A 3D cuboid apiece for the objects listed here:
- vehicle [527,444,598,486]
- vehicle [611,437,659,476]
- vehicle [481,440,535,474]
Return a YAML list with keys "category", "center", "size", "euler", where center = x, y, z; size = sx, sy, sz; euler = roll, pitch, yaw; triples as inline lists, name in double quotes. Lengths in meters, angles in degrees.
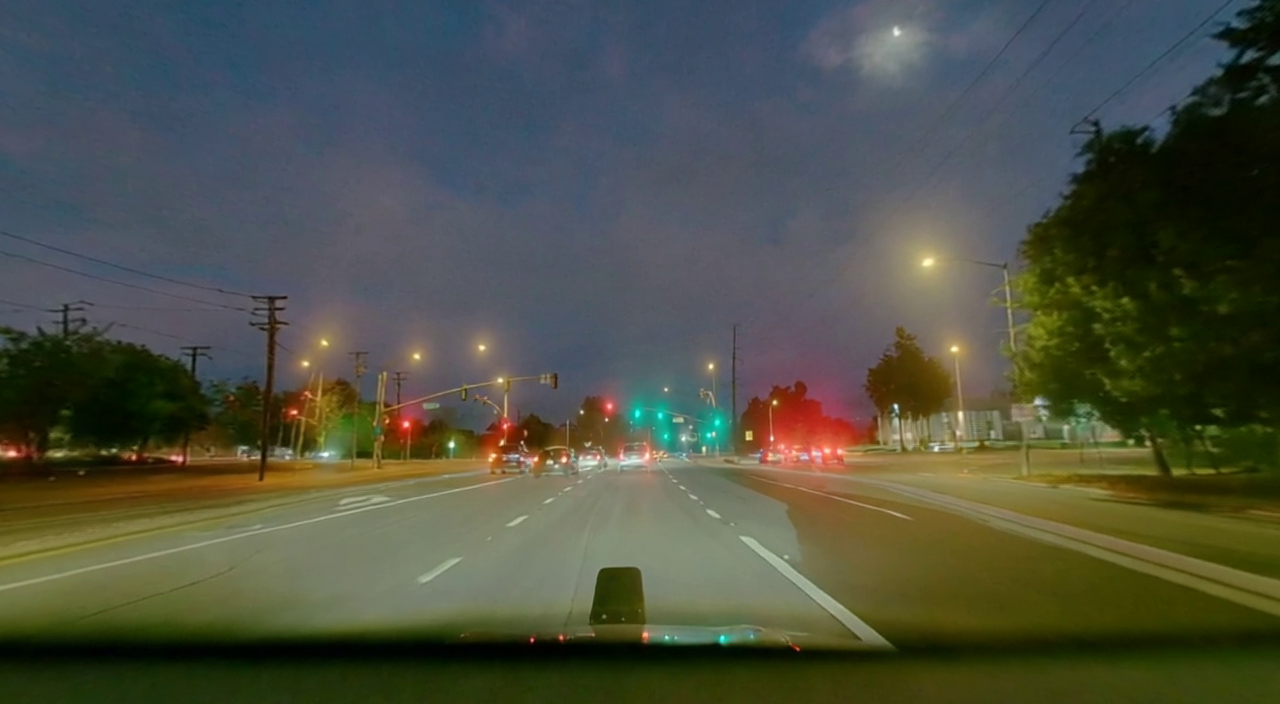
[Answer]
- category: "vehicle"
  center: [-2.936, 4.368, 24.874]
  size: [2.064, 1.464, 4.373]
  euler: [0, -8, 2]
- category: "vehicle"
  center: [-0.196, 5.302, 32.289]
  size: [2.276, 1.850, 3.897]
  euler: [0, -8, 2]
- category: "vehicle"
  center: [-7.064, 5.631, 34.199]
  size: [1.860, 1.754, 4.089]
  euler: [0, -8, 3]
